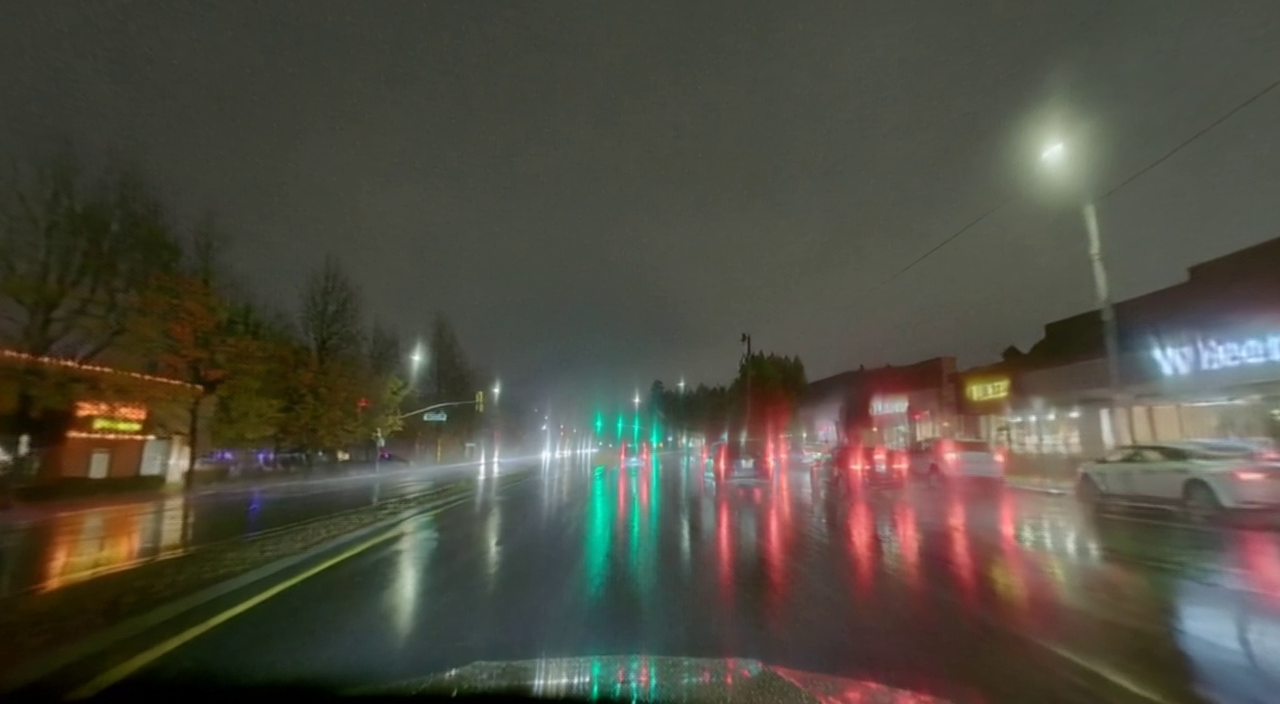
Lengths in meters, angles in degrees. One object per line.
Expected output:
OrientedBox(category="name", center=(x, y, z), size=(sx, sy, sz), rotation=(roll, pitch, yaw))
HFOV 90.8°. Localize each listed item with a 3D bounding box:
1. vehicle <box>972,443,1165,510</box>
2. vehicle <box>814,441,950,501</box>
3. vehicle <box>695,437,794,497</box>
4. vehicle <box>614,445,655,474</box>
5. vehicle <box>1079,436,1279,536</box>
OrientedBox(category="vehicle", center=(10.479, 3.040, 15.961), size=(1.763, 1.430, 4.427), rotation=(0, -8, 0))
OrientedBox(category="vehicle", center=(6.619, 3.283, 17.902), size=(1.952, 1.449, 4.544), rotation=(0, -8, -2))
OrientedBox(category="vehicle", center=(2.942, 3.377, 18.935), size=(2.072, 1.545, 4.578), rotation=(0, -8, -1))
OrientedBox(category="vehicle", center=(-0.295, 5.700, 33.818), size=(2.052, 1.461, 4.324), rotation=(0, -8, -1))
OrientedBox(category="vehicle", center=(10.599, 2.342, 11.712), size=(2.000, 1.514, 3.811), rotation=(0, -8, -4))
